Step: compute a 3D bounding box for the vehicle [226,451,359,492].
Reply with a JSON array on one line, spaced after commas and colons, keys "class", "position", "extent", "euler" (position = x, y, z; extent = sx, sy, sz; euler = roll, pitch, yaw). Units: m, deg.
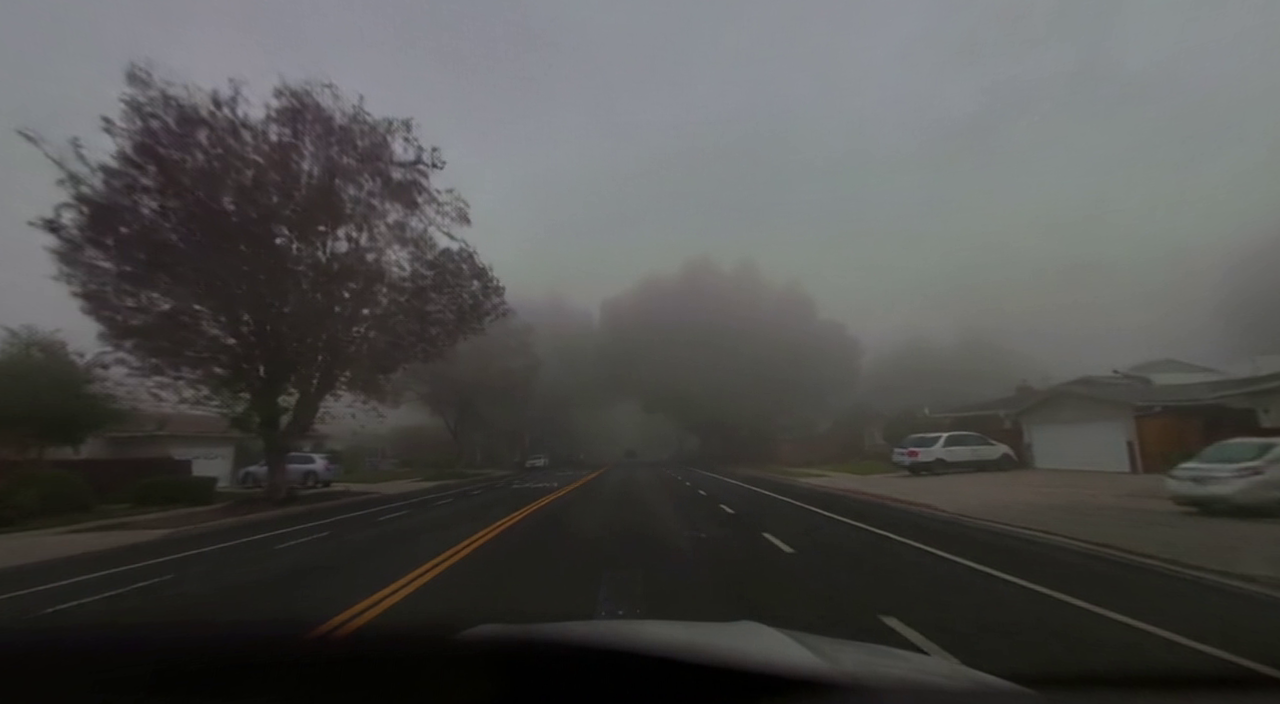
[{"class": "vehicle", "position": [-15.686, 5.393, 28.716], "extent": [4.859, 1.780, 2.031], "euler": [-1, -9, 2]}]

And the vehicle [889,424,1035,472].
[{"class": "vehicle", "position": [11.976, 3.602, 23.721], "extent": [4.392, 1.685, 1.959], "euler": [0, -9, -4]}]
